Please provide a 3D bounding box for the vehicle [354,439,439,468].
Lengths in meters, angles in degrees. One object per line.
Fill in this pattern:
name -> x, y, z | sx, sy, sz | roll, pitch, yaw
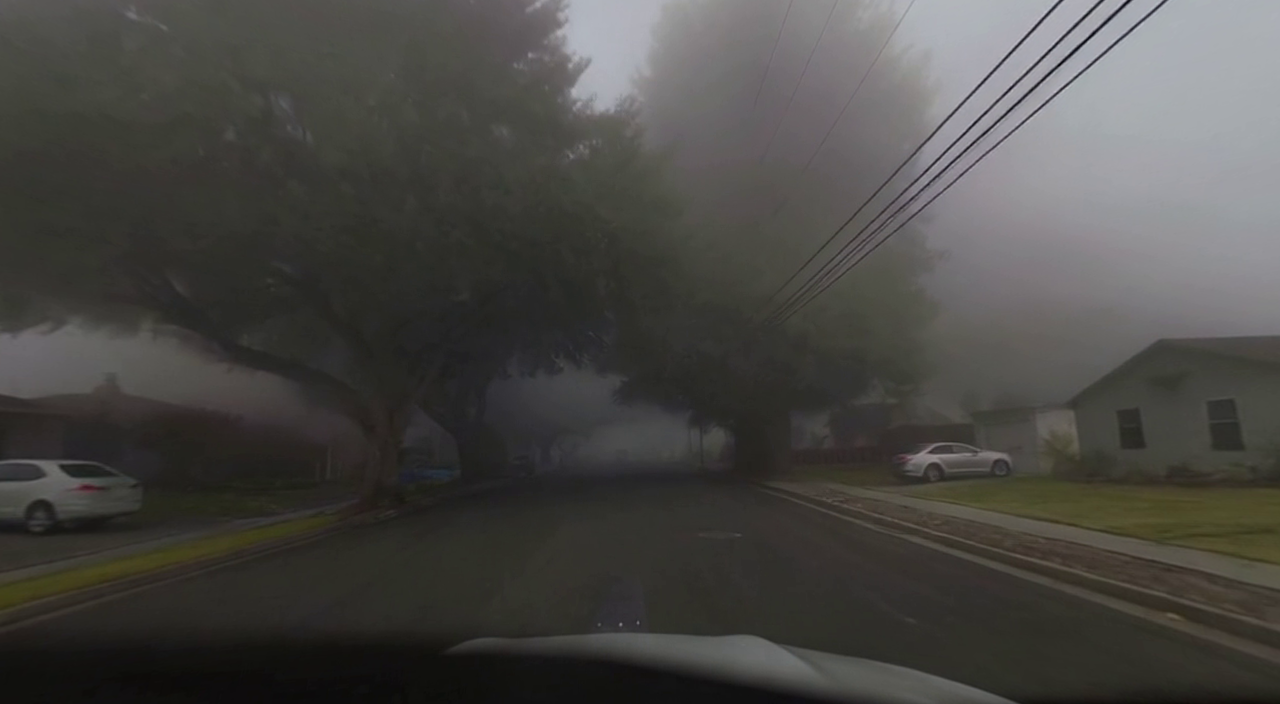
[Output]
vehicle -> -13.780, 5.806, 36.032 | 4.265, 1.569, 1.984 | 2, -9, -15

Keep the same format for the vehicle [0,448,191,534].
vehicle -> -13.596, 3.120, 14.515 | 4.887, 1.788, 2.006 | 1, -8, -4

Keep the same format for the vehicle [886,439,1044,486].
vehicle -> 11.509, 3.917, 22.576 | 4.626, 1.541, 1.866 | 1, -9, -3
